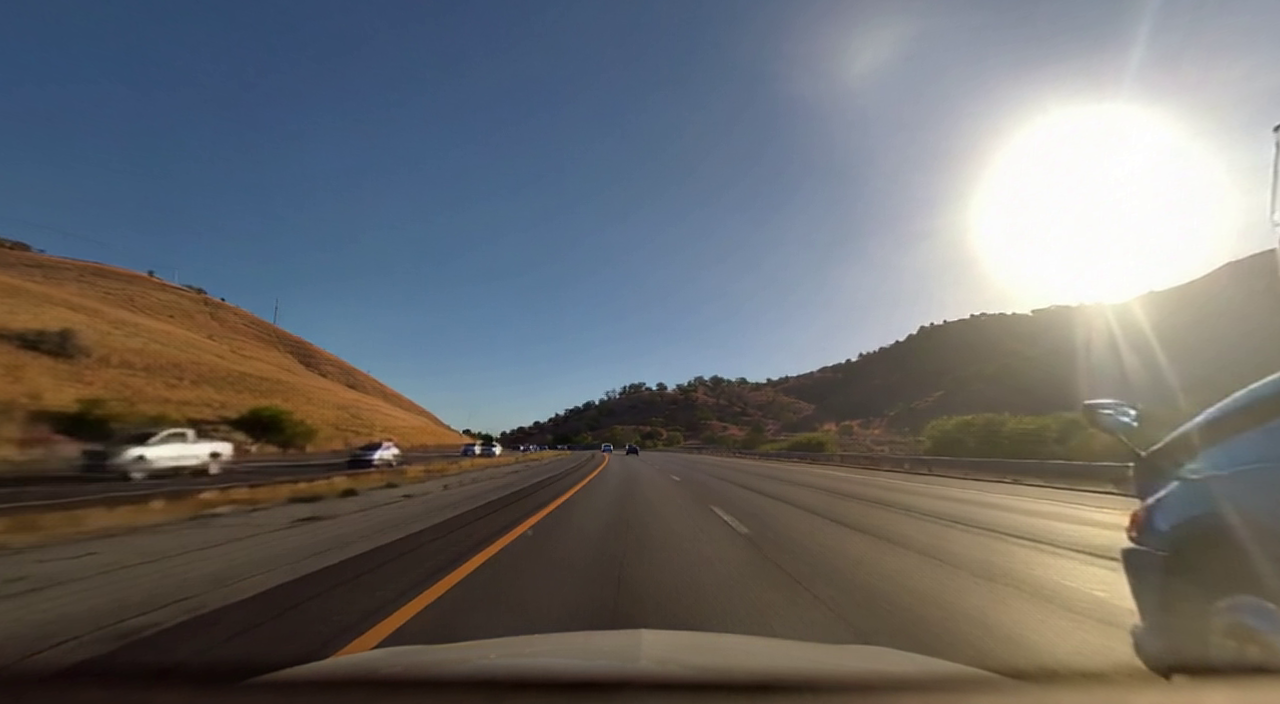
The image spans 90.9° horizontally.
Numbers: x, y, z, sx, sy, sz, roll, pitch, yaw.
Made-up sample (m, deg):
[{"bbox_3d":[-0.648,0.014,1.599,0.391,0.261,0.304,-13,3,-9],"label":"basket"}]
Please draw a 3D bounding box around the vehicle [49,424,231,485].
[{"bbox_3d":[-18.695,3.873,24.134,2.244,2.010,5.768,0,-8,0],"label":"vehicle"}]
